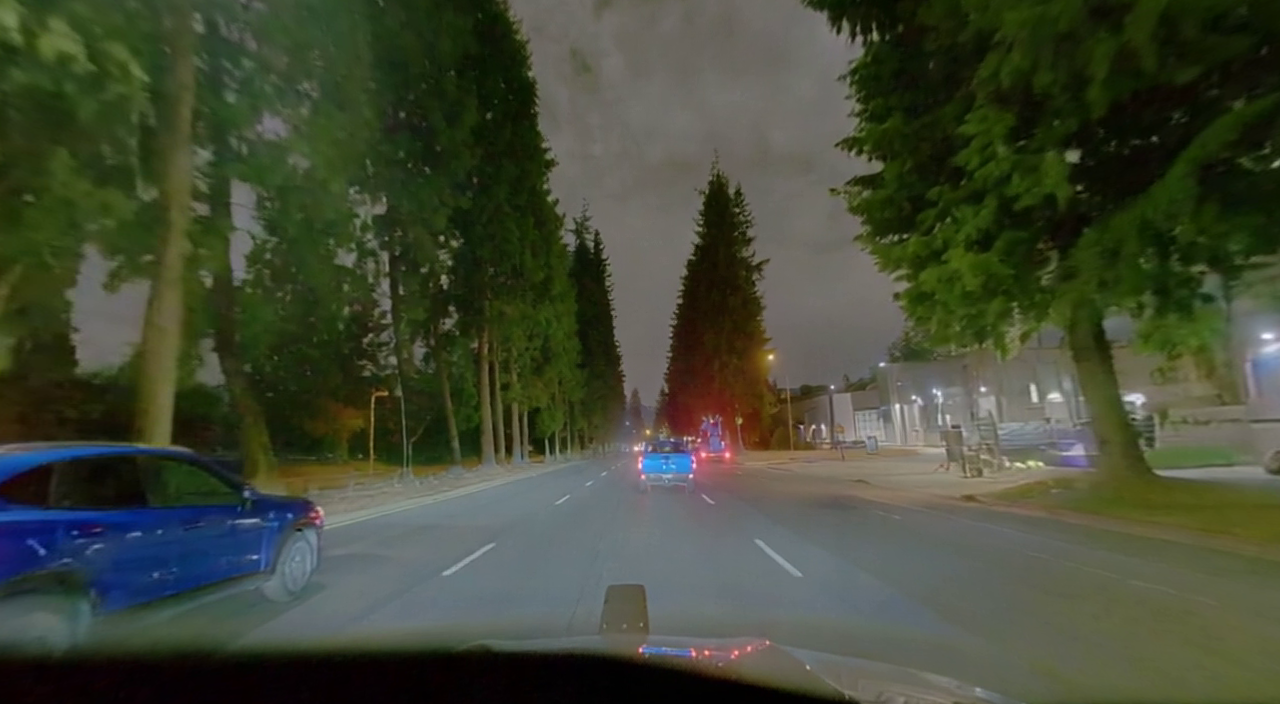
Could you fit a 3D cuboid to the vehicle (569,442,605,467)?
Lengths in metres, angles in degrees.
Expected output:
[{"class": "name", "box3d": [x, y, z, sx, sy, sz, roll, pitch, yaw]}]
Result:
[{"class": "vehicle", "box3d": [-3.594, 7.052, 43.554, 2.062, 1.641, 4.193, 0, -9, 1]}]

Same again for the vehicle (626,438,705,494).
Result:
[{"class": "vehicle", "box3d": [0.657, 3.312, 18.656, 2.086, 1.466, 4.026, 0, -8, -1]}]

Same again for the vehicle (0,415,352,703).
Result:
[{"class": "vehicle", "box3d": [-4.048, 1.248, 4.138, 2.003, 1.507, 4.808, -1, -9, 1]}]
